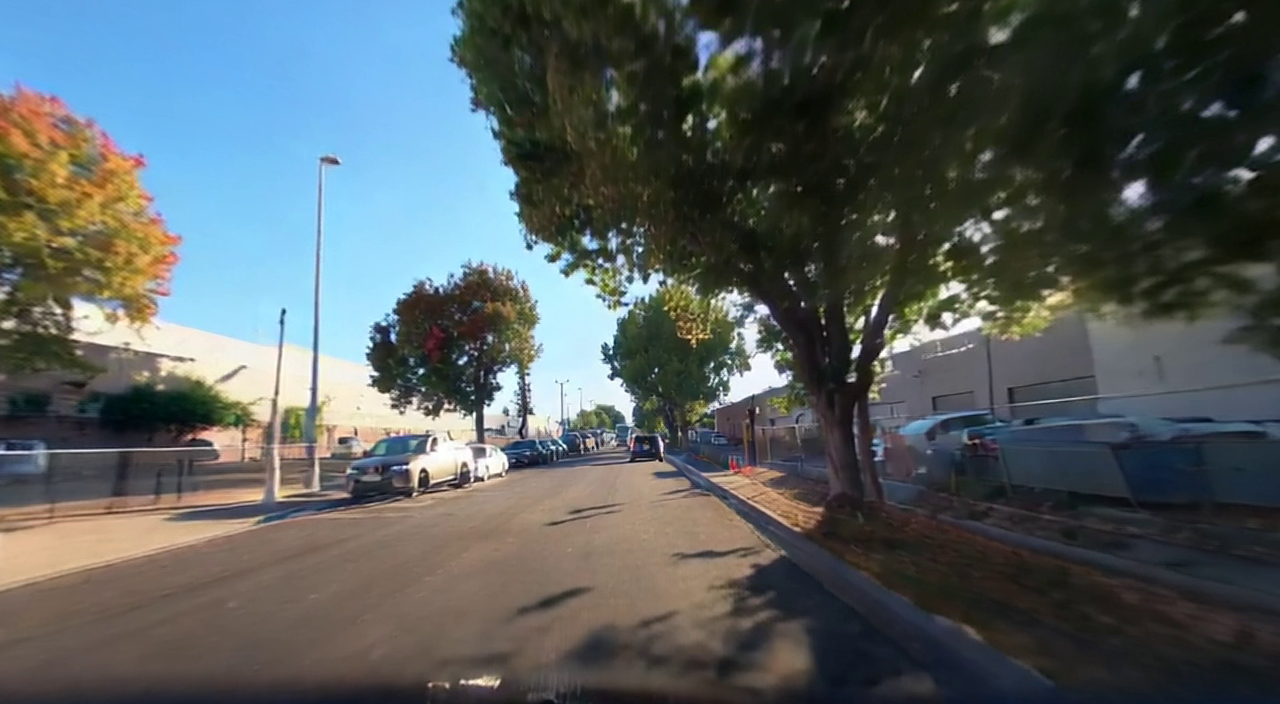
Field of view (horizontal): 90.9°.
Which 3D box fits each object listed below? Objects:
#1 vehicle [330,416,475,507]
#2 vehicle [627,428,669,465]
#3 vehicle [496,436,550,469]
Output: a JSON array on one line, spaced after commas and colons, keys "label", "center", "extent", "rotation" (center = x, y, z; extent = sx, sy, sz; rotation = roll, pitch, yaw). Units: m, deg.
[{"label": "vehicle", "center": [-6.167, 2.927, 17.153], "extent": [2.005, 1.989, 4.929], "rotation": [-3, -9, 1]}, {"label": "vehicle", "center": [0.403, 5.138, 34.554], "extent": [2.152, 1.874, 4.042], "rotation": [0, -8, 0]}, {"label": "vehicle", "center": [-6.128, 5.279, 33.491], "extent": [1.926, 1.647, 4.185], "rotation": [0, -8, 1]}]
